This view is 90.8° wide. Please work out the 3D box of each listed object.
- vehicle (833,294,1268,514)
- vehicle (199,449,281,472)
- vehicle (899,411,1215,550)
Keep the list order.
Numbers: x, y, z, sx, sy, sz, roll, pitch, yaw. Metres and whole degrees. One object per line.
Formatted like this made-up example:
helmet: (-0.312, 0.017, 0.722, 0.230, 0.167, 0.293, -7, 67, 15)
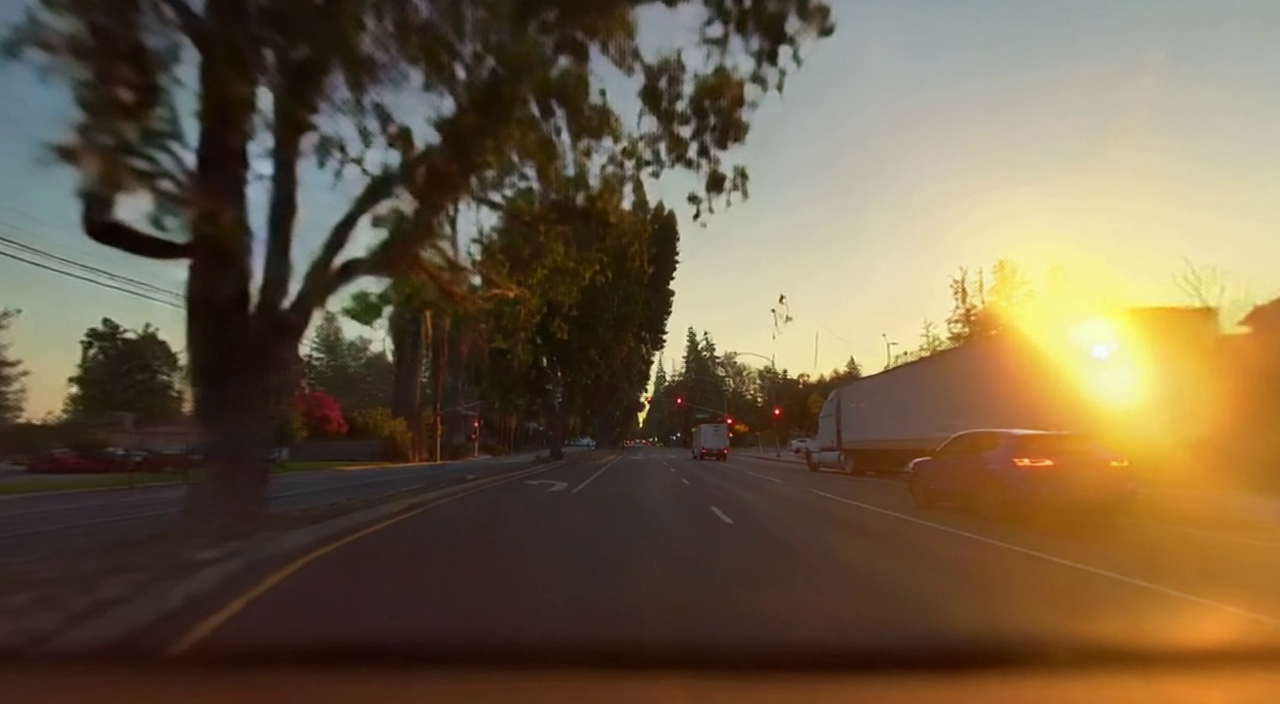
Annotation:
vehicle: (10.360, 2.177, 20.583, 2.975, 4.201, 17.050, 0, -8, 0)
vehicle: (-27.671, 7.522, 43.932, 4.505, 1.457, 2.003, 4, -9, -24)
vehicle: (6.328, 1.990, 10.493, 2.012, 1.754, 4.635, 0, -8, -1)
